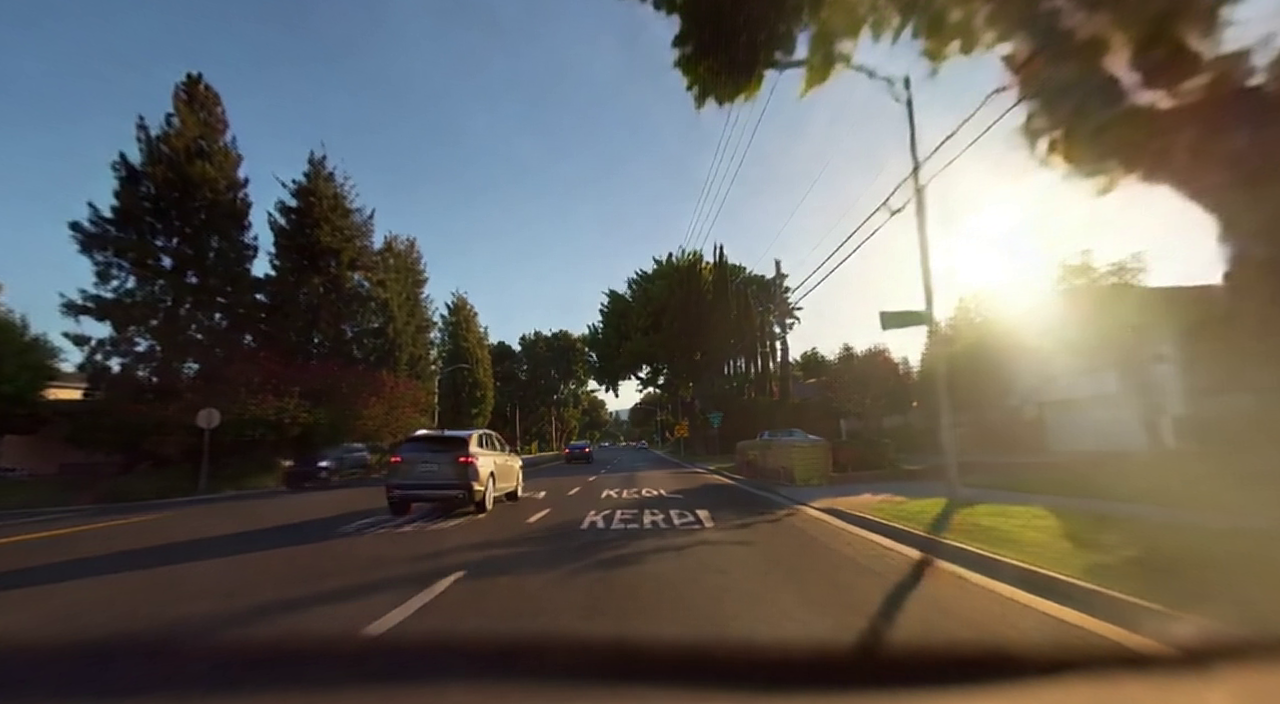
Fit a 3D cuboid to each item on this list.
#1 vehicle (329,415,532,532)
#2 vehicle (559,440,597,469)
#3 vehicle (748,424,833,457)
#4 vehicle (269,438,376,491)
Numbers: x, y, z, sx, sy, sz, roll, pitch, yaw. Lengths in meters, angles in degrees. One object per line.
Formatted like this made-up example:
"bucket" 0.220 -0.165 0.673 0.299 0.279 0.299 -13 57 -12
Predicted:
"vehicle" -3.586 2.183 11.900 2.190 1.766 4.394 0 -8 2
"vehicle" -3.428 5.764 35.436 1.802 1.528 3.490 0 -8 0
"vehicle" 9.674 5.701 40.678 4.944 2.023 1.973 0 -8 -1
"vehicle" -12.162 4.315 24.513 1.968 1.799 4.377 -2 -8 -2
